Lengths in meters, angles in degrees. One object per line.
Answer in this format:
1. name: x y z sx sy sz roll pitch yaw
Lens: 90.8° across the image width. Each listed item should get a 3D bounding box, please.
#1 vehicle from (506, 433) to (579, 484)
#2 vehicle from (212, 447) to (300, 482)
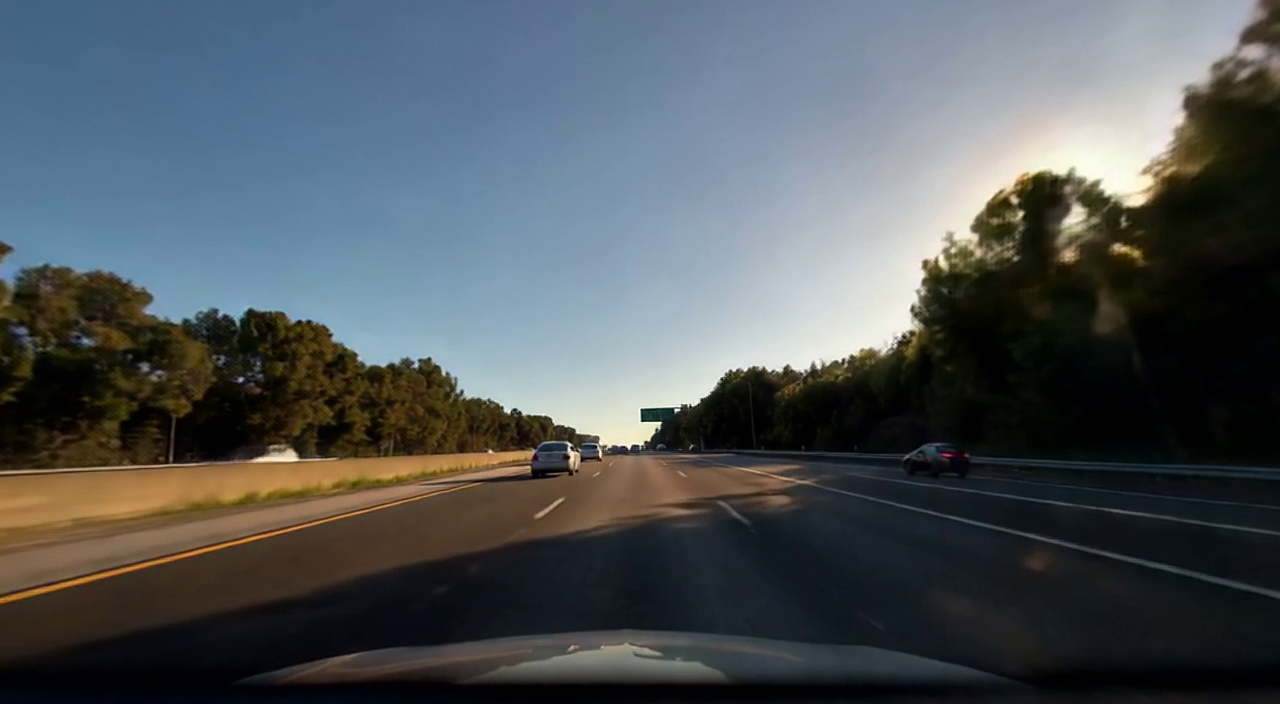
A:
1. vehicle: -3.630 4.080 24.435 2.114 1.774 4.427 0 -9 0
2. vehicle: -21.264 6.214 35.237 1.977 1.826 4.671 0 -9 0
